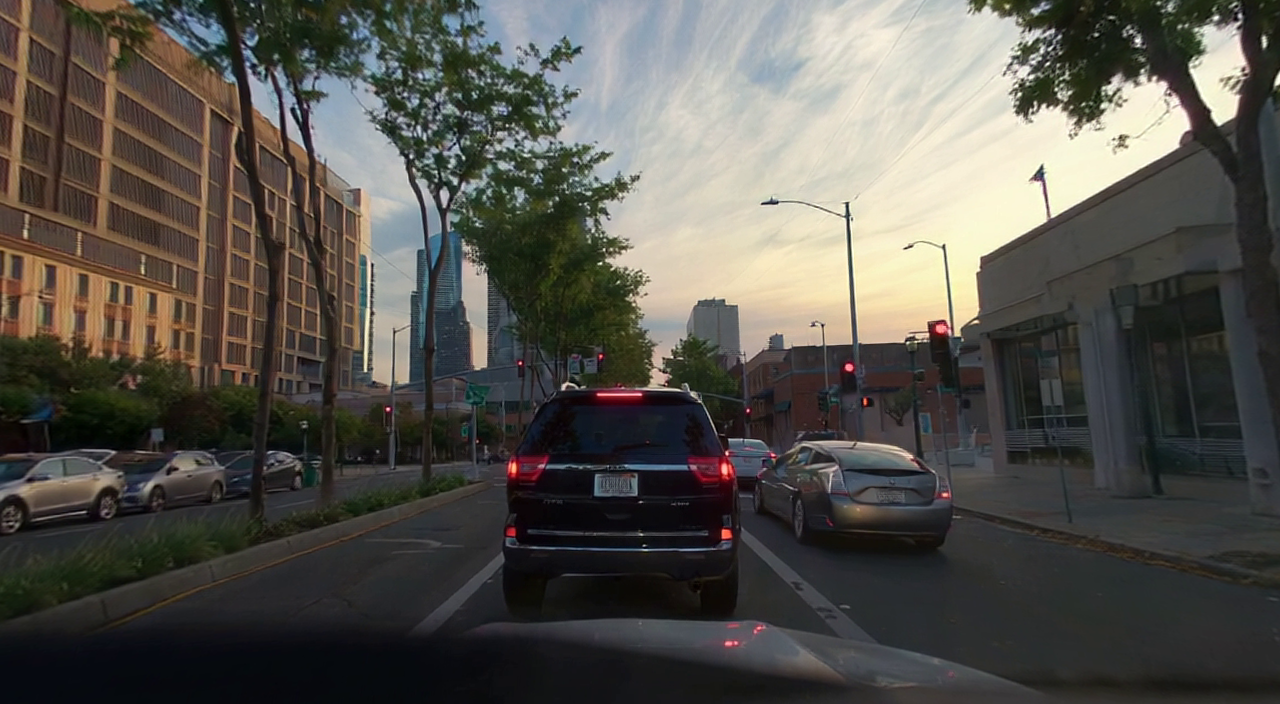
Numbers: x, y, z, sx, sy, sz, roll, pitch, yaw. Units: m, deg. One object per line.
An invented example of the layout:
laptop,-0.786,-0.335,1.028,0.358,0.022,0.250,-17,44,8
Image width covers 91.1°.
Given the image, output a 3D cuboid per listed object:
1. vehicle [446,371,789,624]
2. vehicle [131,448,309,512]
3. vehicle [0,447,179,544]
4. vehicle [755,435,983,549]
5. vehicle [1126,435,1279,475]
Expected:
vehicle,-0.159,1.358,6.748,2.453,1.816,4.300,0,-8,0
vehicle,-12.463,3.778,19.123,2.207,1.648,4.675,0,-8,-1
vehicle,-12.541,2.920,13.448,1.891,1.723,4.360,0,-8,1
vehicle,3.288,2.083,10.072,2.056,1.422,4.130,0,-8,-1
vehicle,22.157,4.049,24.963,4.055,1.469,1.848,-4,-9,25
